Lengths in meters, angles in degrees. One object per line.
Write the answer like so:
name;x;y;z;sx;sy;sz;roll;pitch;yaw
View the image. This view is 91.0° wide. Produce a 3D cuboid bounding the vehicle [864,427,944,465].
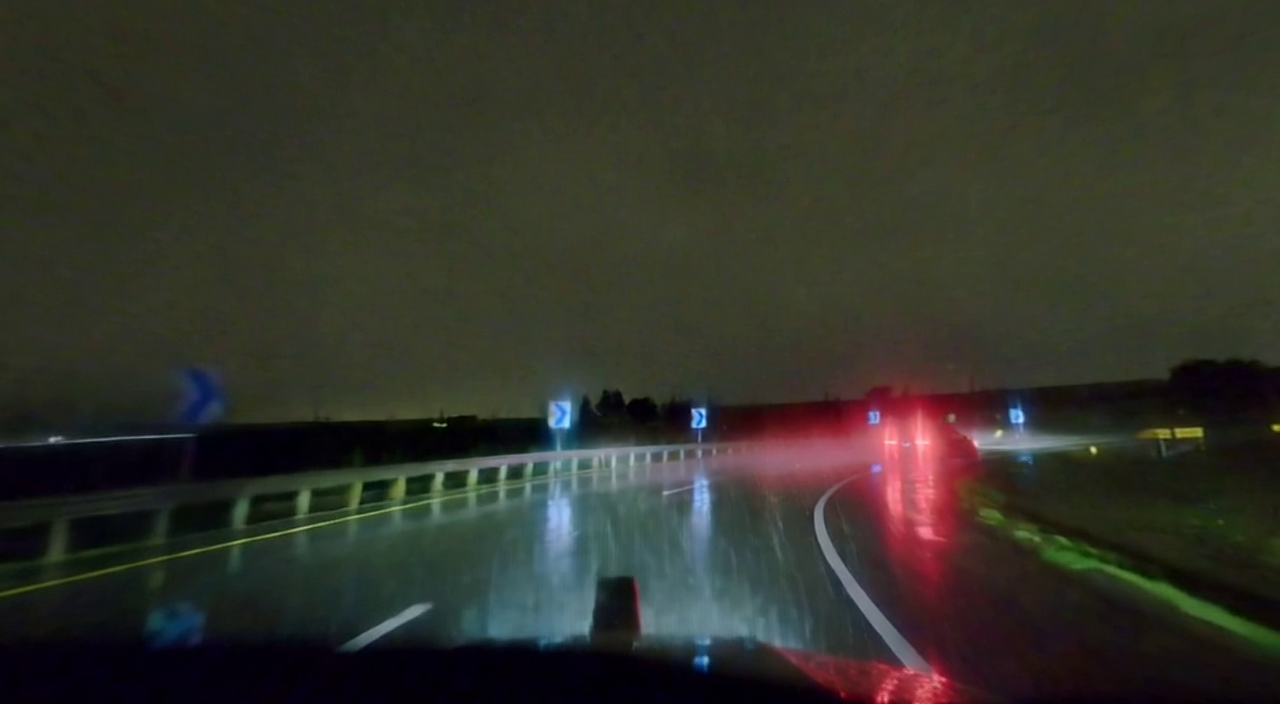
vehicle;11.725;4.121;27.804;2.028;1.440;3.970;-3;-8;42
